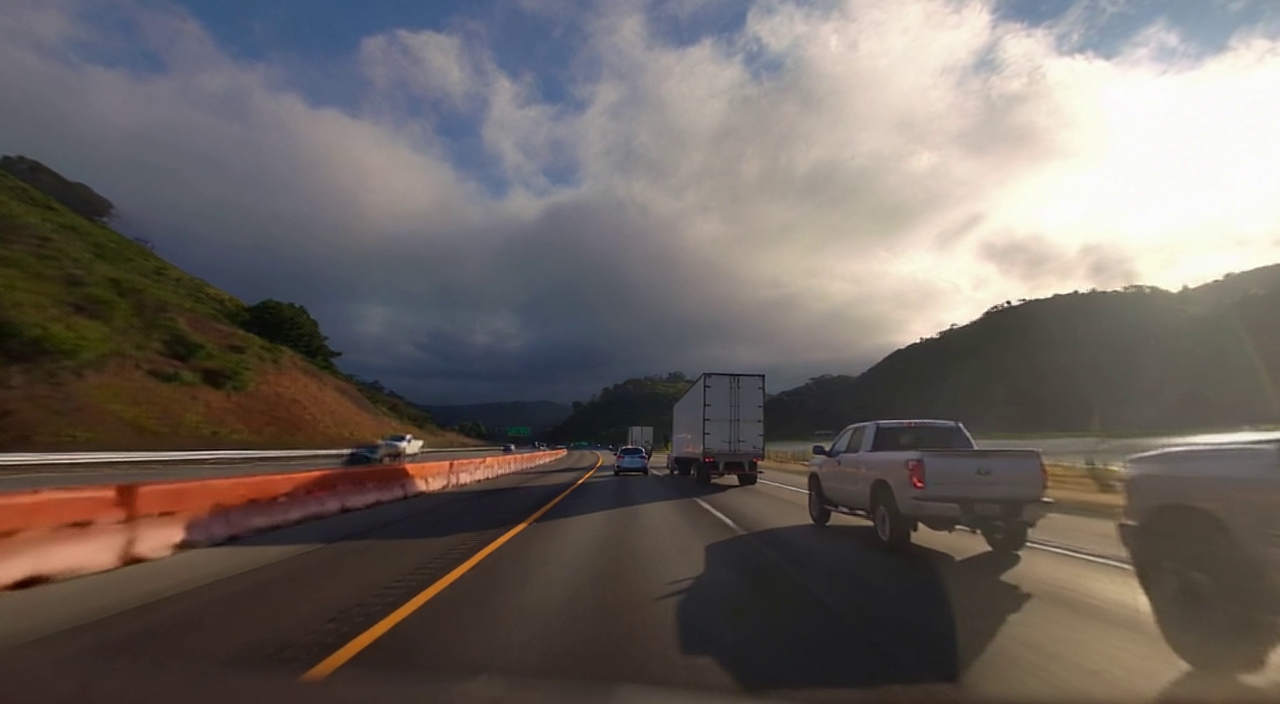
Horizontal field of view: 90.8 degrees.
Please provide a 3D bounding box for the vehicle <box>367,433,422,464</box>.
[{"bbox_3d":[-16.094,6.388,41.568,1.961,1.903,4.375,0,-9,-2],"label":"vehicle"}]

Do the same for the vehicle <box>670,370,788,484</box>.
[{"bbox_3d":[3.546,3.816,30.107,2.911,4.099,14.578,0,-9,-2],"label":"vehicle"}]

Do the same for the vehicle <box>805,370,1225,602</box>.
[{"bbox_3d":[3.900,1.545,8.078,2.034,1.968,5.221,0,-9,-1],"label":"vehicle"}]

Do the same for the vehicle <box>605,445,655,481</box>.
[{"bbox_3d":[-0.478,4.733,27.179,2.029,1.437,3.794,0,-9,-2],"label":"vehicle"}]

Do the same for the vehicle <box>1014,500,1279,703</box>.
[{"bbox_3d":[4.038,1.223,2.252,2.129,0.956,5.390,0,-9,0],"label":"vehicle"}]

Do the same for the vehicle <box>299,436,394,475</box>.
[{"bbox_3d":[-11.899,4.236,25.892,2.149,1.455,3.690,0,-9,-1],"label":"vehicle"}]

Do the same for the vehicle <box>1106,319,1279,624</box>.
[{"bbox_3d":[4.064,0.409,1.982,1.873,1.465,4.264,0,-9,-1],"label":"vehicle"}]
